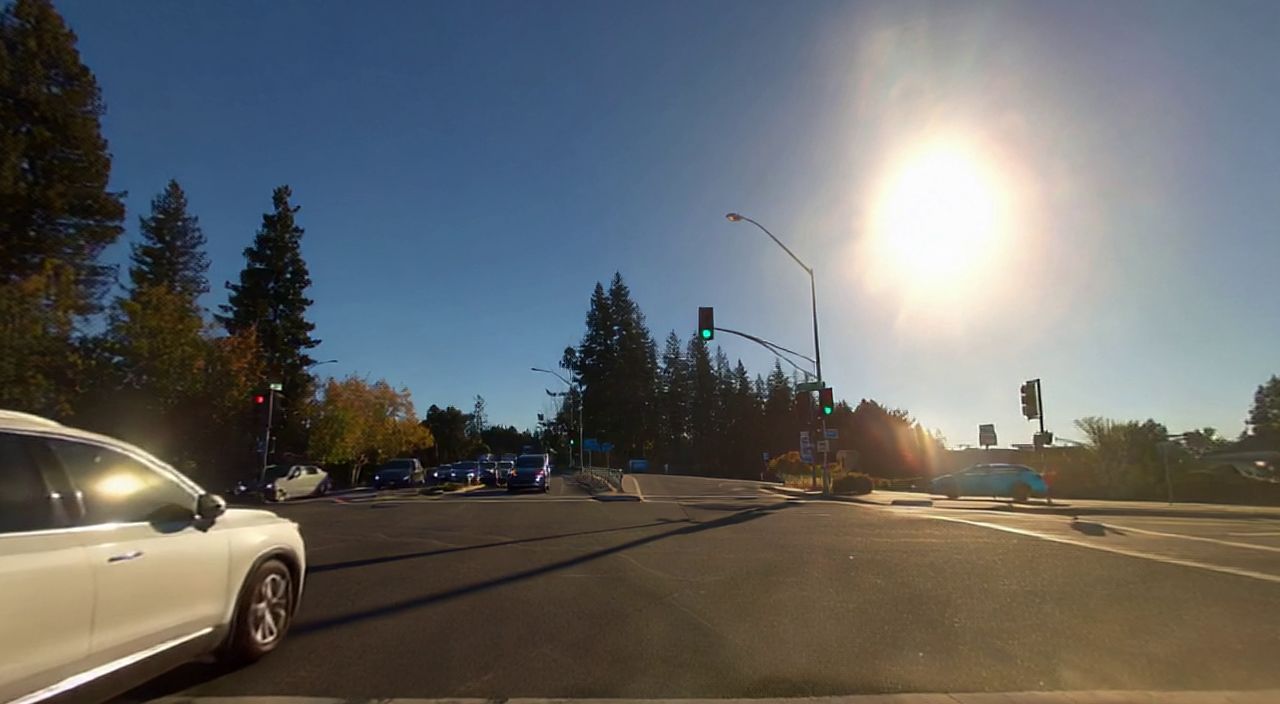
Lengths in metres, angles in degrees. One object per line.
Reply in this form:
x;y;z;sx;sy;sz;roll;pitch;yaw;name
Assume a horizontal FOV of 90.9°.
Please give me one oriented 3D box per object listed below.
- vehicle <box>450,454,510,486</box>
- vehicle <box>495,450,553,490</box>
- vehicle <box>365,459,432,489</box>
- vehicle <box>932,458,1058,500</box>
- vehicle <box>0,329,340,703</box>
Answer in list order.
-8.043;5.973;32.076;1.960;1.433;4.213;0;-8;0;vehicle
-4.774;4.887;26.519;2.107;1.456;4.728;1;-9;-7;vehicle
-17.240;8.724;45.242;2.111;1.925;4.507;-3;-9;16;vehicle
15.543;5.562;27.843;4.571;1.621;2.113;-5;-10;27;vehicle
-3.498;0.841;2.568;2.242;1.761;4.505;0;-8;1;vehicle
